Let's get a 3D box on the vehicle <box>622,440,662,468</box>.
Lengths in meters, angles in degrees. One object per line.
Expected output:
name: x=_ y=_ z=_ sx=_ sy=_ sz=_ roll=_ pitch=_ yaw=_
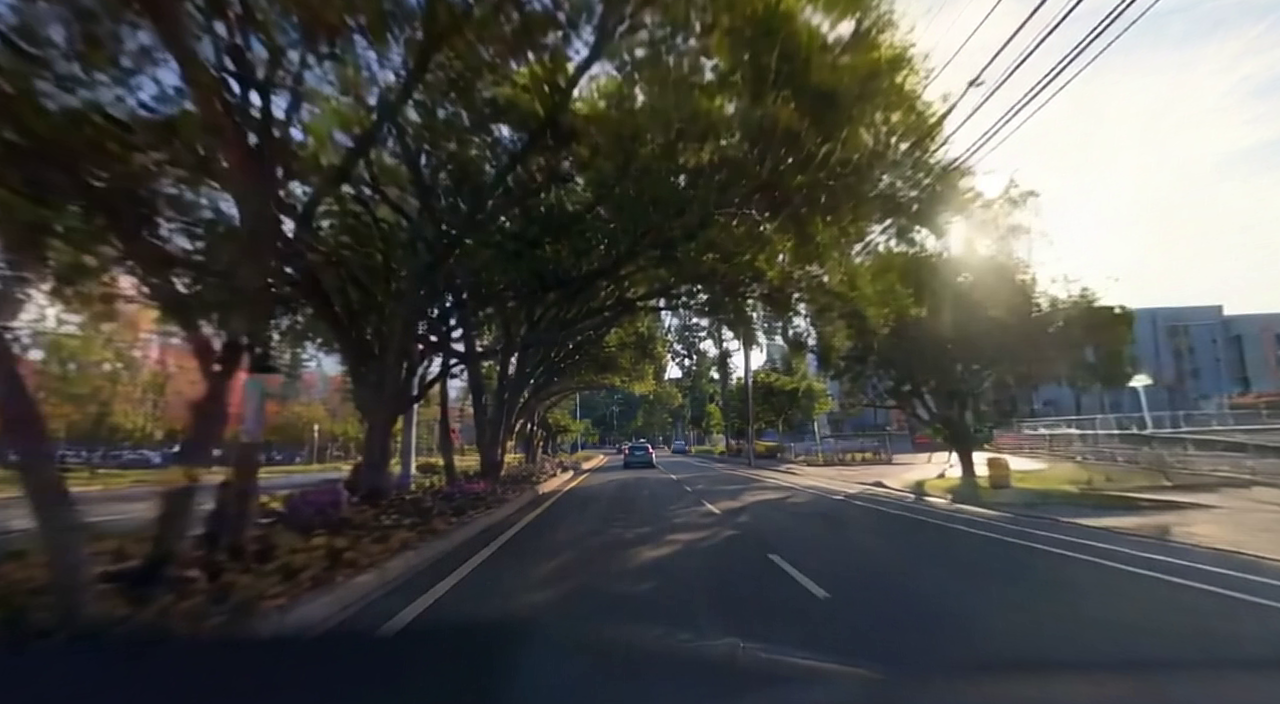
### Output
vehicle: x=0.088 y=5.723 z=35.636 sx=2.109 sy=1.501 sz=4.042 roll=0 pitch=-8 yaw=0
